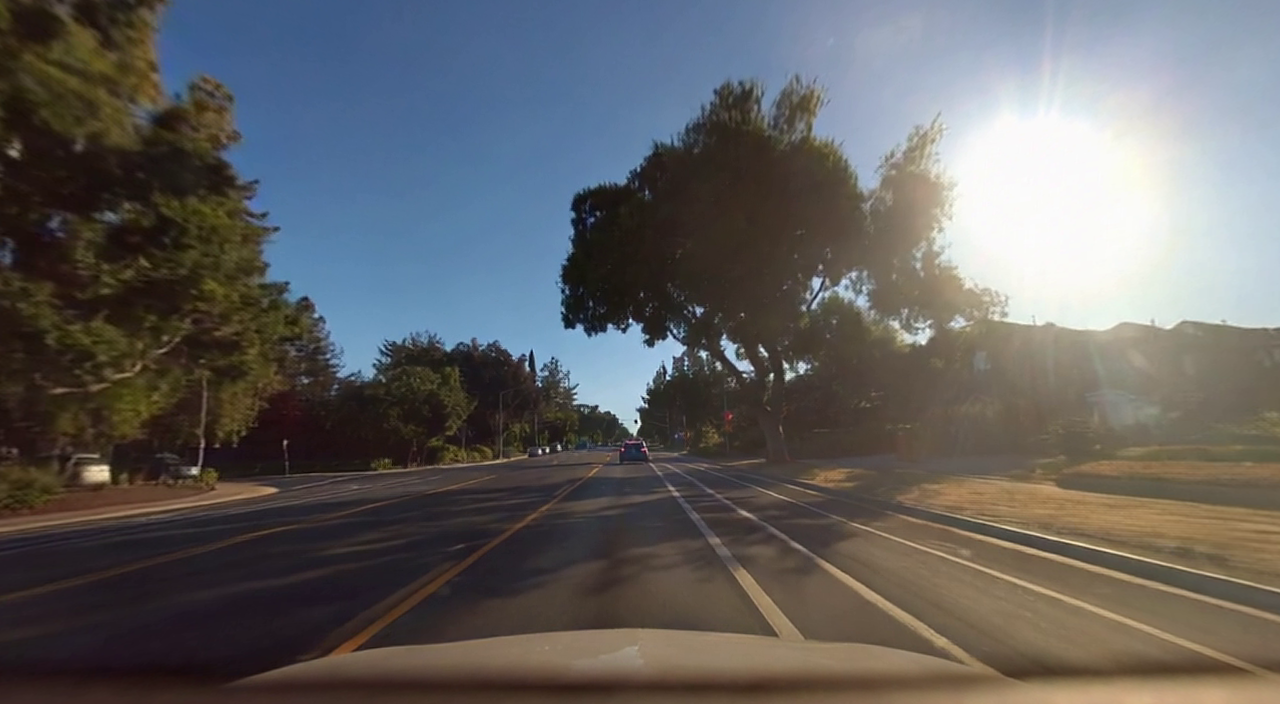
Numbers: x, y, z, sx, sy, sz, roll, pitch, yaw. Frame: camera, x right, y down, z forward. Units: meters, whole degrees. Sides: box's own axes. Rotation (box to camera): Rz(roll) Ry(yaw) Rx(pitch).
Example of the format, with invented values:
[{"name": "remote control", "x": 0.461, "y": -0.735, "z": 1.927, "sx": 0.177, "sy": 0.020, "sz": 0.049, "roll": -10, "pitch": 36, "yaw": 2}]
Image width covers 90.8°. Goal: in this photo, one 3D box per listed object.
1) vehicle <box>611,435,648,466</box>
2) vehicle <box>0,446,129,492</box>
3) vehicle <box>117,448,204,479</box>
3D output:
[{"name": "vehicle", "x": -0.645, "y": 6.166, "z": 39.645, "sx": 2.230, "sy": 1.827, "sz": 4.298, "roll": 0, "pitch": -8, "yaw": 0}, {"name": "vehicle", "x": -22.090, "y": 4.328, "z": 23.619, "sx": 4.241, "sy": 1.601, "sz": 1.970, "roll": 0, "pitch": -8, "yaw": 1}, {"name": "vehicle", "x": -24.792, "y": 5.756, "z": 32.841, "sx": 1.830, "sy": 1.467, "sz": 4.270, "roll": 2, "pitch": -8, "yaw": -11}]
